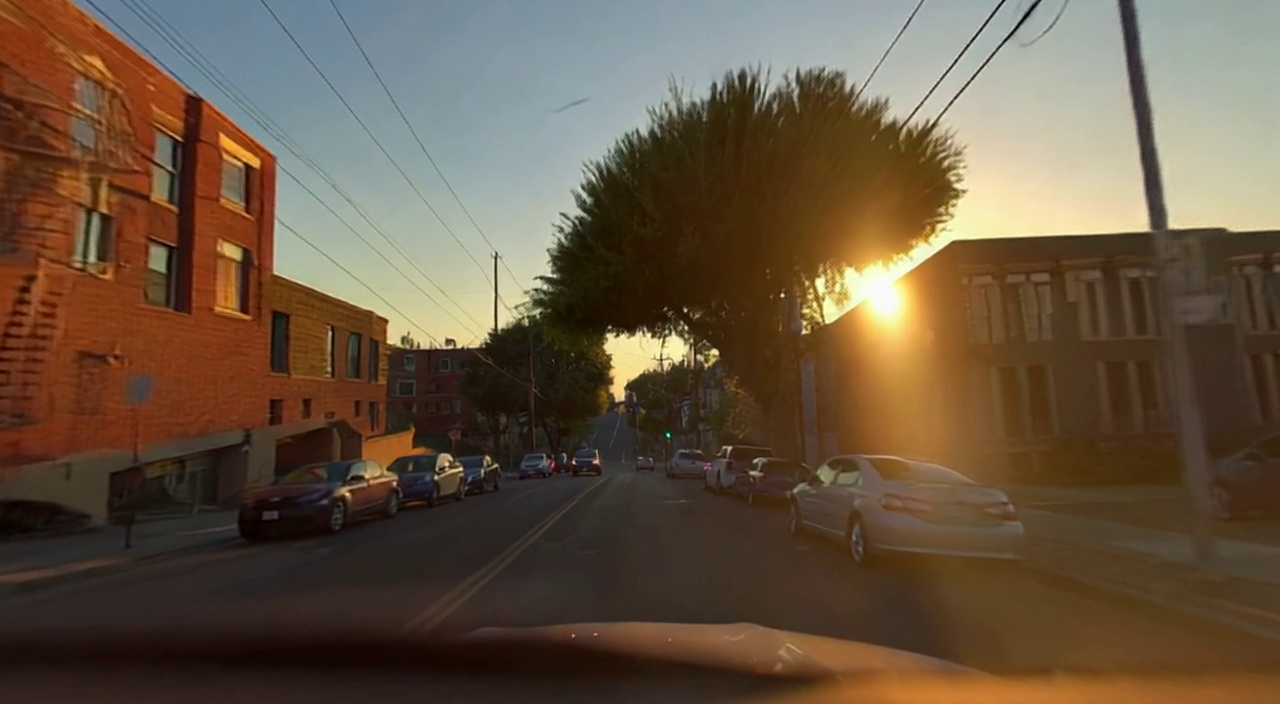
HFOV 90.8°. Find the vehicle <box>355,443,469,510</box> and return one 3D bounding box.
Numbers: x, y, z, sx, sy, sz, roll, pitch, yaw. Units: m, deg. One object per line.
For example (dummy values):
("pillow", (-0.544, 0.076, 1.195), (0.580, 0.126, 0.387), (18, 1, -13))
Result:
("vehicle", (-6.771, 3.754, 19.340), (1.925, 1.759, 4.396), (0, -10, -1))

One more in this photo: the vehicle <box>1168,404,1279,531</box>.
("vehicle", (9.759, 1.499, 8.345), (1.968, 1.713, 4.379), (-3, -11, 6))

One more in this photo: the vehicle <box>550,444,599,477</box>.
("vehicle", (-3.857, 6.563, 38.118), (2.236, 1.834, 4.743), (-1, -10, 3))

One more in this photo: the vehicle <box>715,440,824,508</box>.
("vehicle", (3.280, 3.225, 16.921), (1.895, 1.553, 4.235), (0, -10, -1))

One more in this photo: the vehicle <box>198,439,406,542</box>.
("vehicle", (-6.847, 2.852, 13.595), (1.930, 1.756, 4.955), (0, -10, -3))

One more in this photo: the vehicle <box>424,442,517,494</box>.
("vehicle", (-6.804, 4.779, 26.177), (2.263, 1.882, 5.706), (0, -10, 0))

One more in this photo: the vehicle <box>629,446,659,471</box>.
("vehicle", (0.237, 7.889, 46.637), (2.059, 1.736, 3.994), (0, -10, -1))

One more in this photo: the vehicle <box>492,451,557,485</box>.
("vehicle", (-5.819, 5.750, 31.388), (1.994, 1.510, 4.802), (4, -11, -24))

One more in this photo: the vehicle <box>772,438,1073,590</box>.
("vehicle", (3.261, 1.981, 8.518), (1.885, 1.464, 4.466), (0, -10, -1))
